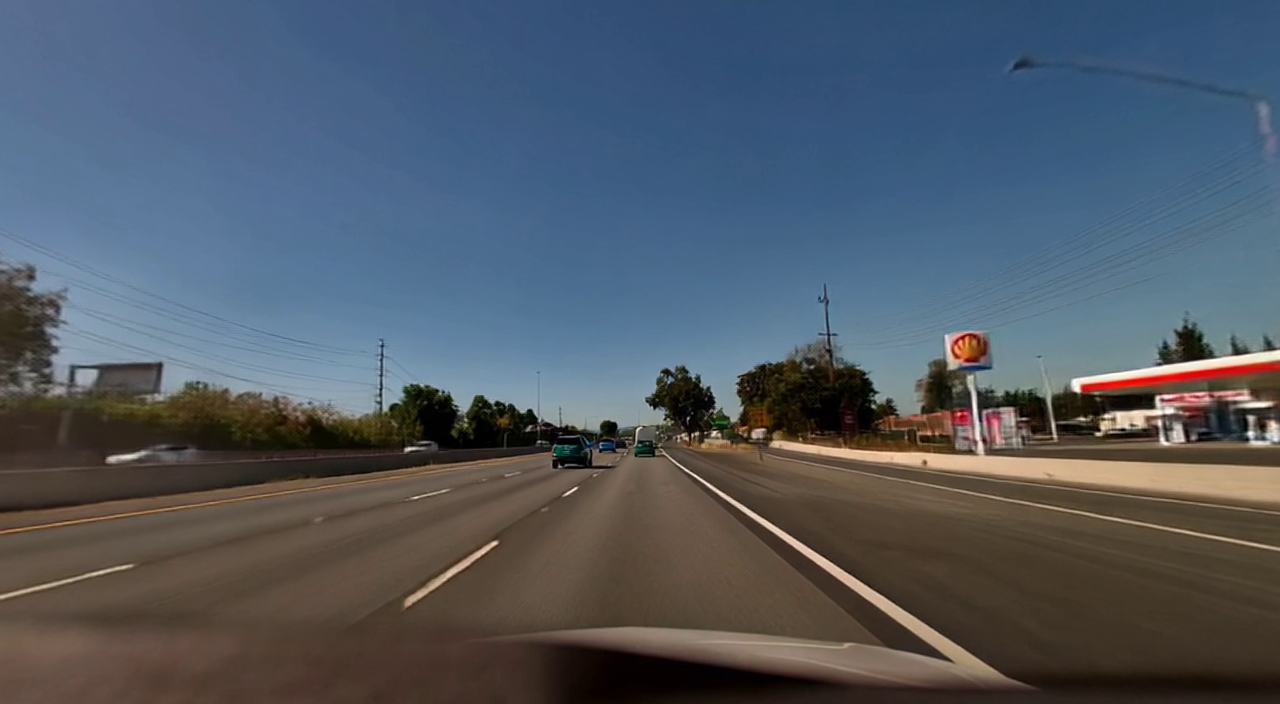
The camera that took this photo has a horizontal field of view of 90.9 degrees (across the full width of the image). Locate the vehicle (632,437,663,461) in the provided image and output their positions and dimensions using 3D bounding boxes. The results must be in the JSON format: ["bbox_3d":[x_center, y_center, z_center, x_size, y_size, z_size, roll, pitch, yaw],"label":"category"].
[{"bbox_3d":[0.485,6.568,42.761,1.982,1.524,3.800,0,-8,-1],"label":"vehicle"}]

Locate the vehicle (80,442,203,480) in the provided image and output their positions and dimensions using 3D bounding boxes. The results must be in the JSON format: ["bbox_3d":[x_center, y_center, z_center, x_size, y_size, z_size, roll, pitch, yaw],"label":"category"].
[{"bbox_3d":[-23.779,5.199,30.378,1.979,1.641,4.898,0,-8,-1],"label":"vehicle"}]

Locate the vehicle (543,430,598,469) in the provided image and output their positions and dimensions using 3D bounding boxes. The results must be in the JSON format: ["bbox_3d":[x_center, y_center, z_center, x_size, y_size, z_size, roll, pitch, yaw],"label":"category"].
[{"bbox_3d":[-3.555,5.148,33.334,2.273,1.884,4.515,0,-8,2],"label":"vehicle"}]
